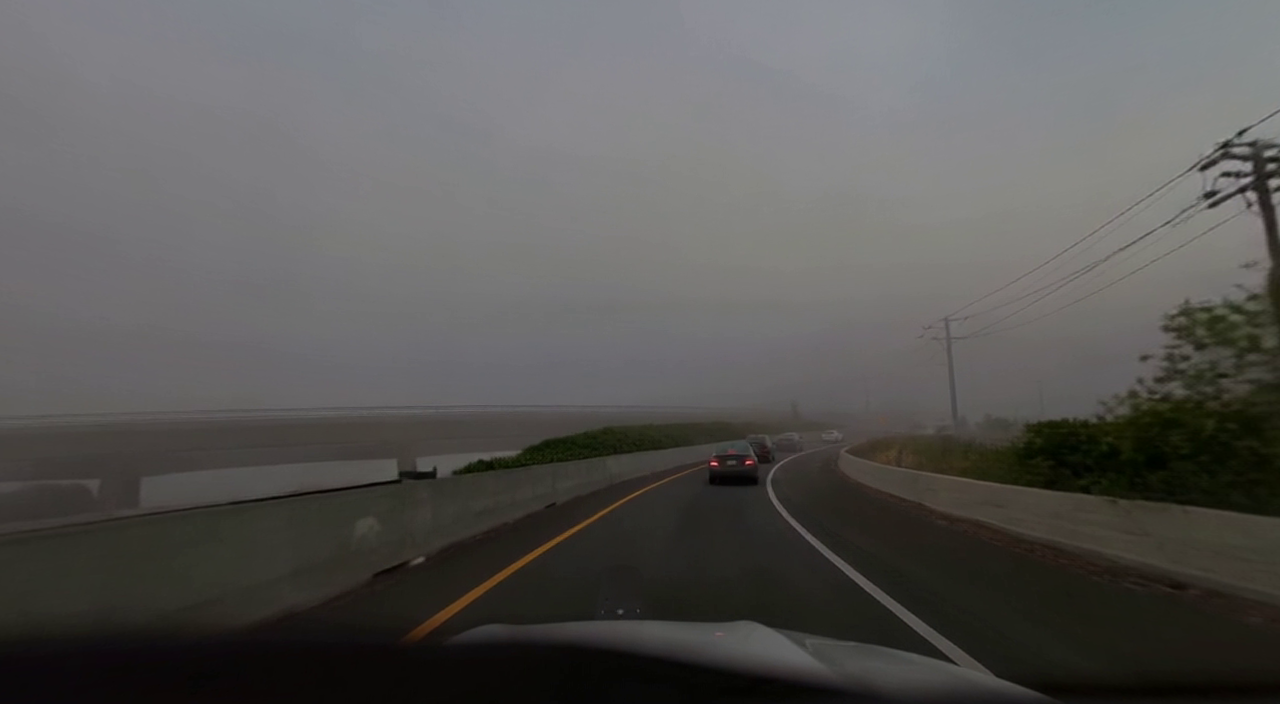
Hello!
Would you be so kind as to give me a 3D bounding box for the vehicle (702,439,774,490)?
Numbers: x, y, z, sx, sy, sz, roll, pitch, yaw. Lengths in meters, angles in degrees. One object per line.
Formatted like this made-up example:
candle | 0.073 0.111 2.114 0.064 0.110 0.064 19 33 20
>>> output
vehicle | 3.254 3.637 20.733 2.091 1.482 4.321 -2 -9 10
